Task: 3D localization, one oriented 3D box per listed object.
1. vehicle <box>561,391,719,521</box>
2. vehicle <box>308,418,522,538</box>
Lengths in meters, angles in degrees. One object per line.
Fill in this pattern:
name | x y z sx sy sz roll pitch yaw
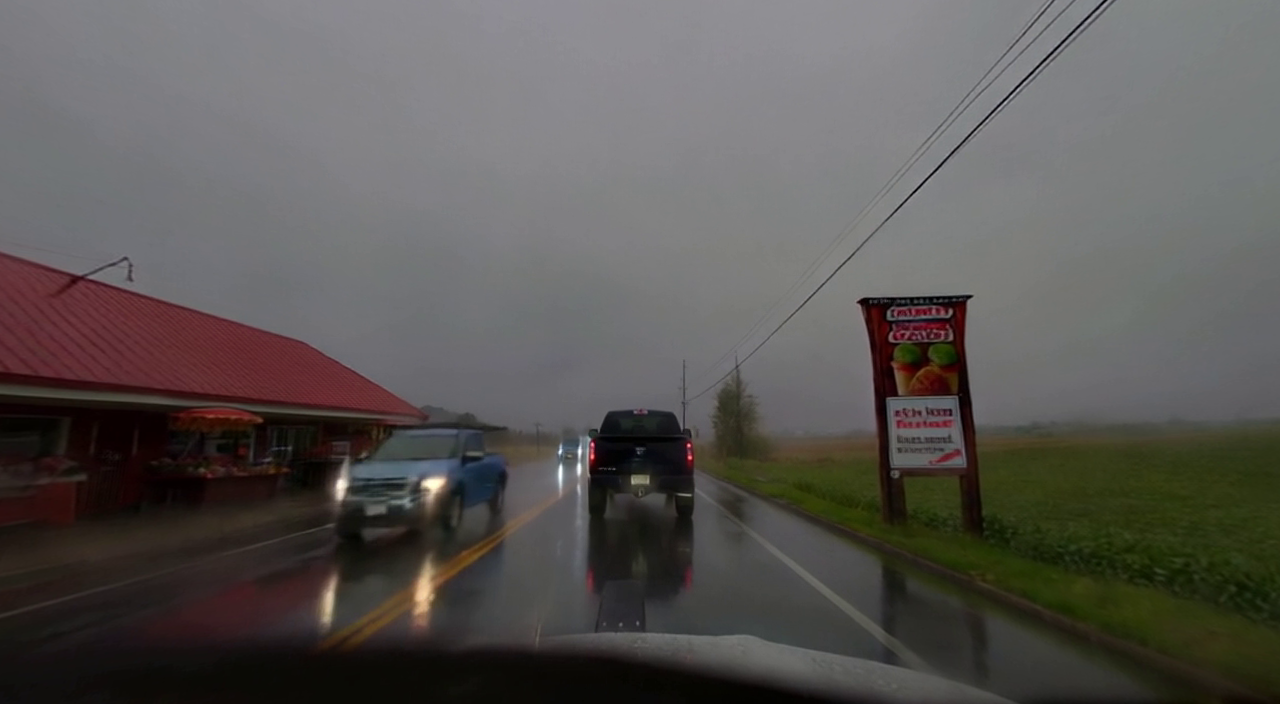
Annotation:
vehicle | -0.071 2.214 13.834 2.693 2.223 5.885 0 -8 -2
vehicle | -3.821 2.232 11.847 2.341 1.726 4.579 -1 -8 0
